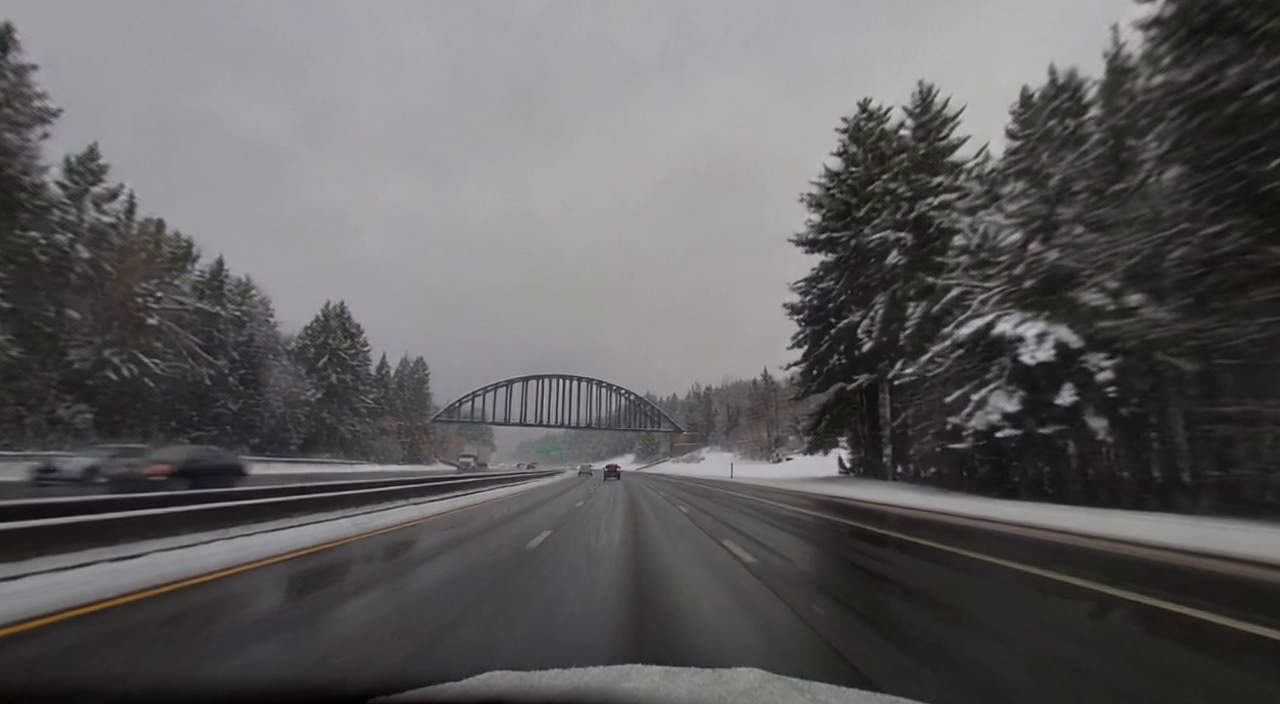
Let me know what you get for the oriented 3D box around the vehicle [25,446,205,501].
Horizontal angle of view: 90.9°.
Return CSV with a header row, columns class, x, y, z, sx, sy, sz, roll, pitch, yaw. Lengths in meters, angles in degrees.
class,x,y,z,sx,sy,sz,roll,pitch,yaw
vehicle,-15.632,3.684,19.134,1.760,1.441,4.297,1,-11,-1
